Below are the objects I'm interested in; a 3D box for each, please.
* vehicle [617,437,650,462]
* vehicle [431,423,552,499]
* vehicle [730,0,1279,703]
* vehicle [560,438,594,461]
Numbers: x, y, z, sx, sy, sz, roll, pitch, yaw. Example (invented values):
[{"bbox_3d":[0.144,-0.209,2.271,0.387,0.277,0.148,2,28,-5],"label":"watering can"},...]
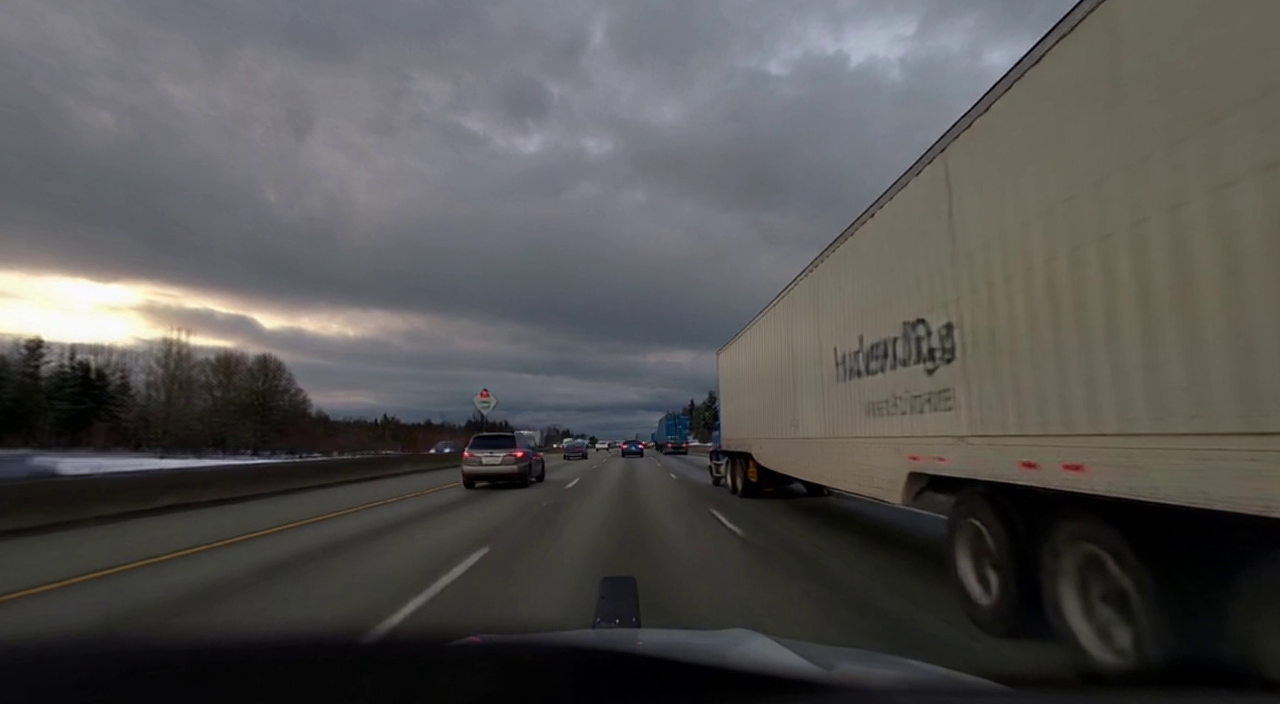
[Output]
[{"bbox_3d":[-0.441,6.389,41.438,2.088,1.567,4.240,0,-8,-1],"label":"vehicle"},{"bbox_3d":[-3.614,2.721,16.208,2.054,1.671,4.445,0,-8,0],"label":"vehicle"},{"bbox_3d":[3.710,0.308,7.233,2.959,4.058,14.485,0,-8,-1],"label":"vehicle"},{"bbox_3d":[-4.402,6.908,44.721,2.021,1.514,4.190,0,-8,-1],"label":"vehicle"}]
